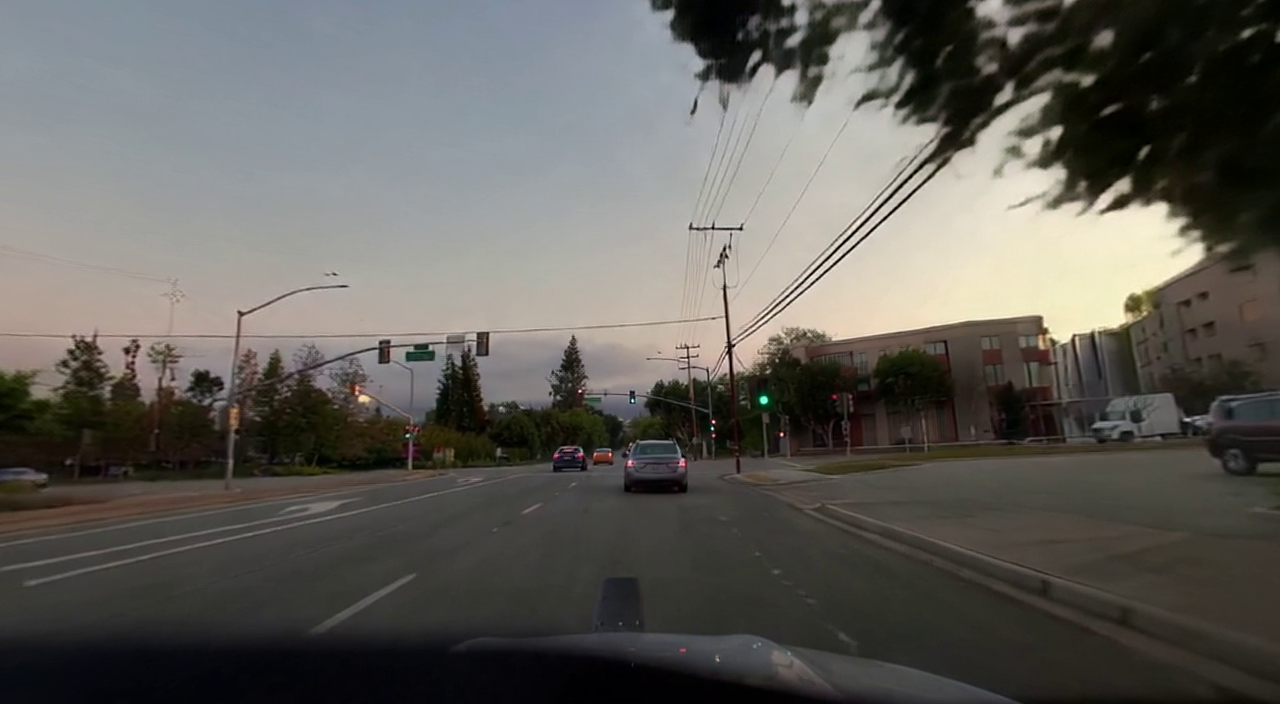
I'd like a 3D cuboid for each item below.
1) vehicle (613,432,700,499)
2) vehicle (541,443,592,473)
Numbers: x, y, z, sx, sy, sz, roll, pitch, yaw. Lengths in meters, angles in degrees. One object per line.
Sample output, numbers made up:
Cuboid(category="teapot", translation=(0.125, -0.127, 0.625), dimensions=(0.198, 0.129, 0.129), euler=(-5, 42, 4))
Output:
Cuboid(category="vehicle", translation=(0.403, 3.111, 17.681), dimensions=(2.156, 1.636, 3.923), euler=(0, -8, 0))
Cuboid(category="vehicle", translation=(-3.792, 5.572, 33.353), dimensions=(2.153, 1.474, 4.284), euler=(0, -8, 1))
